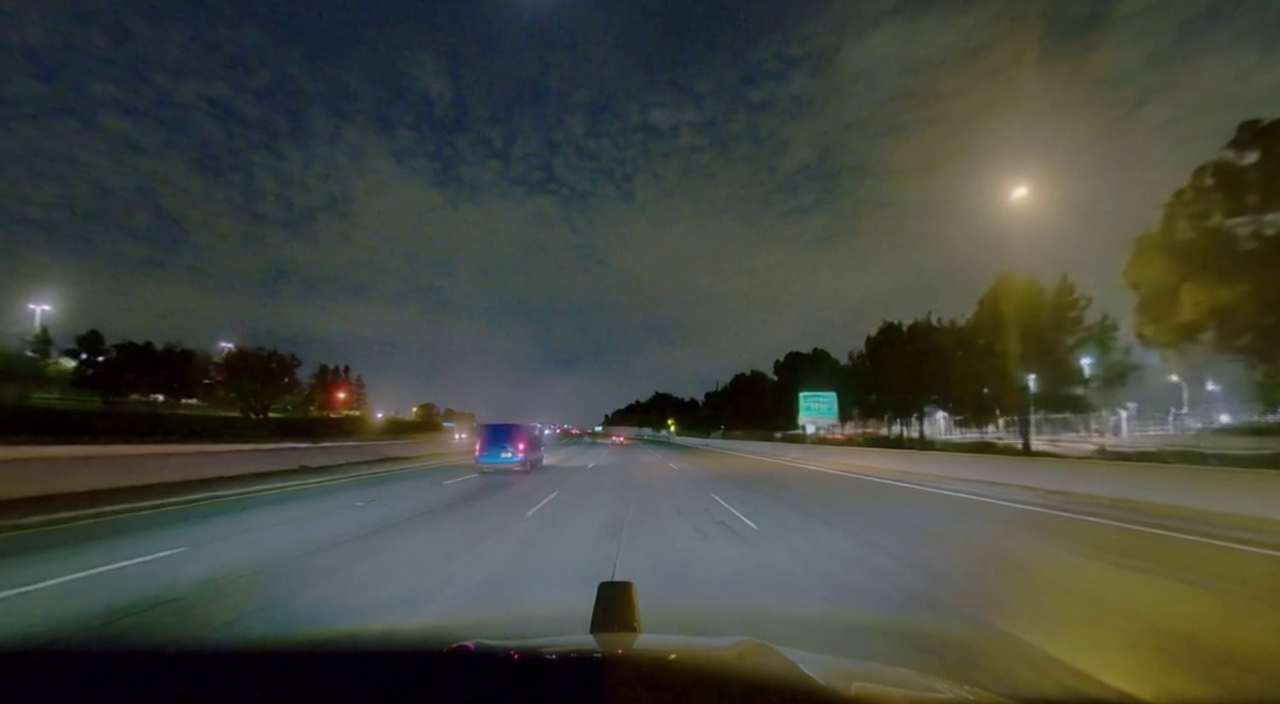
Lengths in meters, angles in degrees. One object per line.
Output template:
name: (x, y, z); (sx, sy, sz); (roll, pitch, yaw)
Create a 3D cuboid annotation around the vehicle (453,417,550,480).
vehicle: (-4.396, 3.149, 20.870); (2.219, 1.827, 4.738); (0, -8, -1)
